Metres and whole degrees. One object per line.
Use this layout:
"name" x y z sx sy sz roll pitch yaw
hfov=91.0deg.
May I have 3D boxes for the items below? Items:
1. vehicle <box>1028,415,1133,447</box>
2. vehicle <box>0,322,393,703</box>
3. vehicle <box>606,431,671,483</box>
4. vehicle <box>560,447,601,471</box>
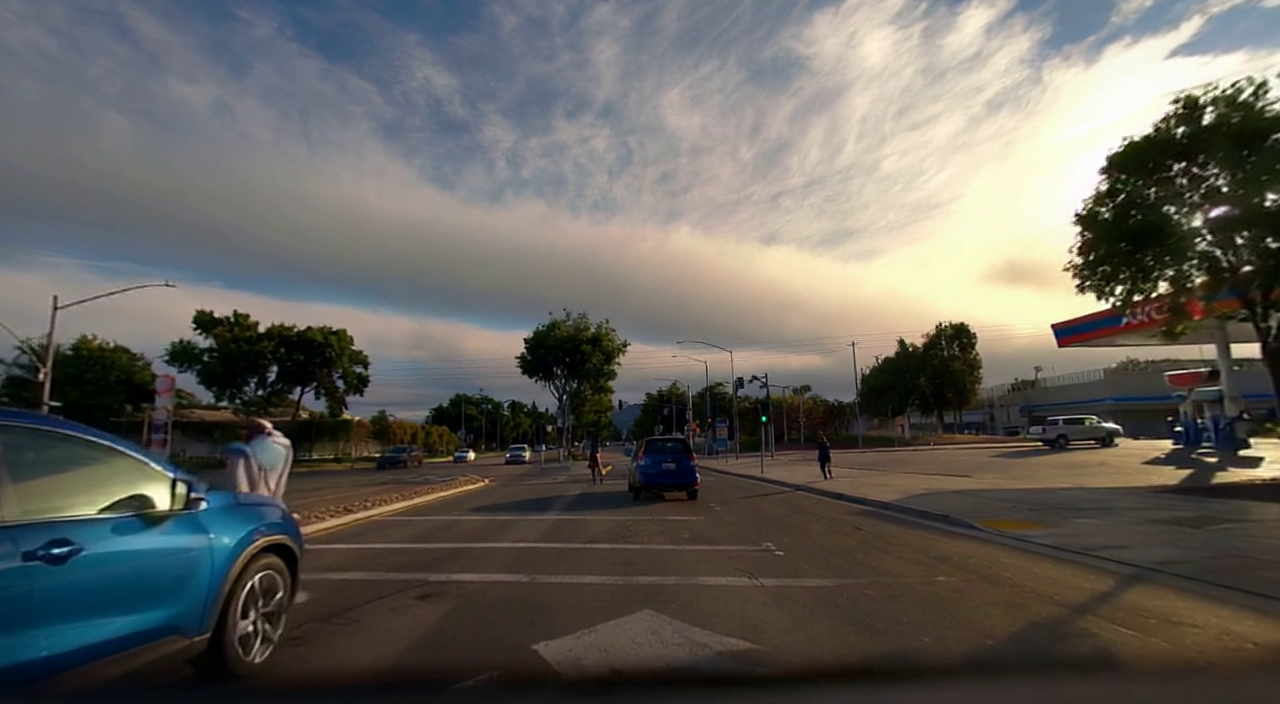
"vehicle" 28.108 5.068 40.257 5.102 1.893 2.120 0 -9 -1
"vehicle" -3.183 0.900 2.786 2.247 1.734 4.919 0 -8 -1
"vehicle" -0.119 4.569 27.722 2.552 1.999 5.498 0 -8 -1
"vehicle" -3.866 6.994 41.488 2.192 1.458 4.594 0 -8 1
